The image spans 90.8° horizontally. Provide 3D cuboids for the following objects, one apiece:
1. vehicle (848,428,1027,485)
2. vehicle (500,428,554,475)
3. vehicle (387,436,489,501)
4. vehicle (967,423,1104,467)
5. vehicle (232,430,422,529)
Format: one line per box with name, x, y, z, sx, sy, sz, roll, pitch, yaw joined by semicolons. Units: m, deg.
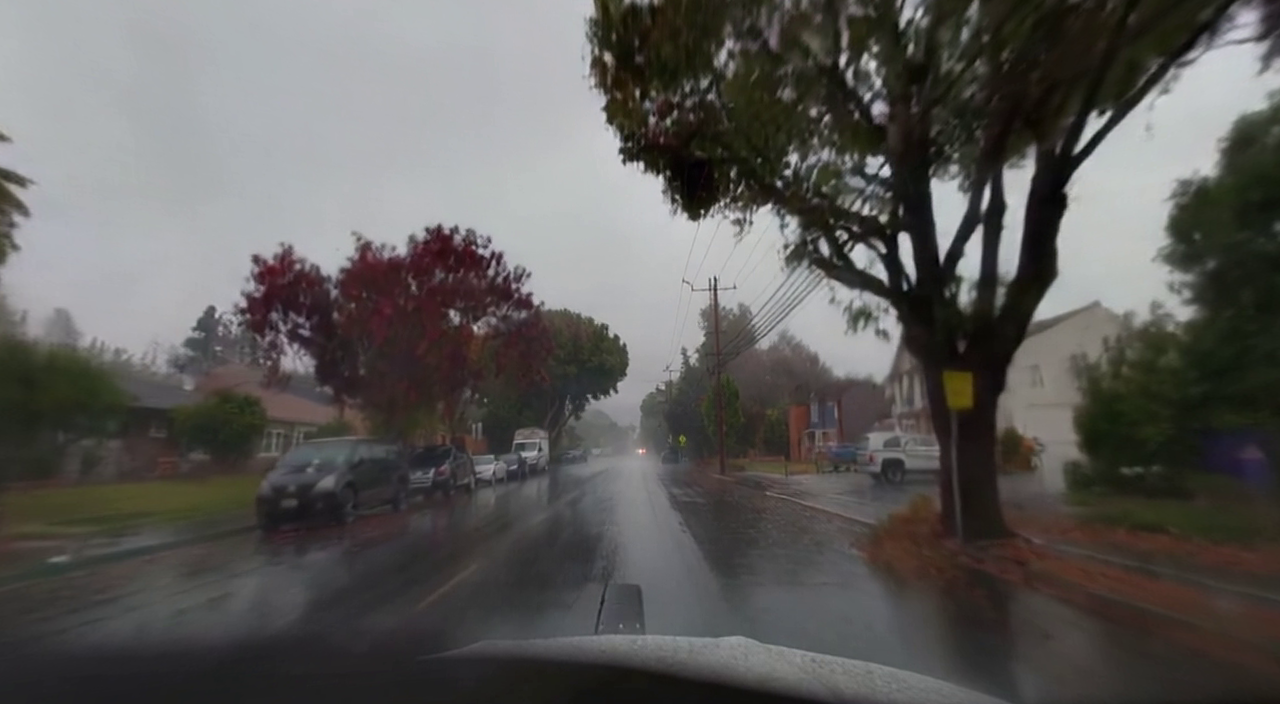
vehicle;9.801;3.475;21.115;4.979;1.769;1.943;0;-9;-1
vehicle;-7.053;6.321;40.104;2.439;2.724;5.647;-1;-10;-1
vehicle;-6.491;3.813;20.883;1.941;1.832;4.666;-2;-10;-1
vehicle;19.136;4.564;30.731;5.215;1.910;2.031;-1;-10;-3
vehicle;-6.691;2.777;14.220;1.922;1.801;4.516;-2;-9;1
